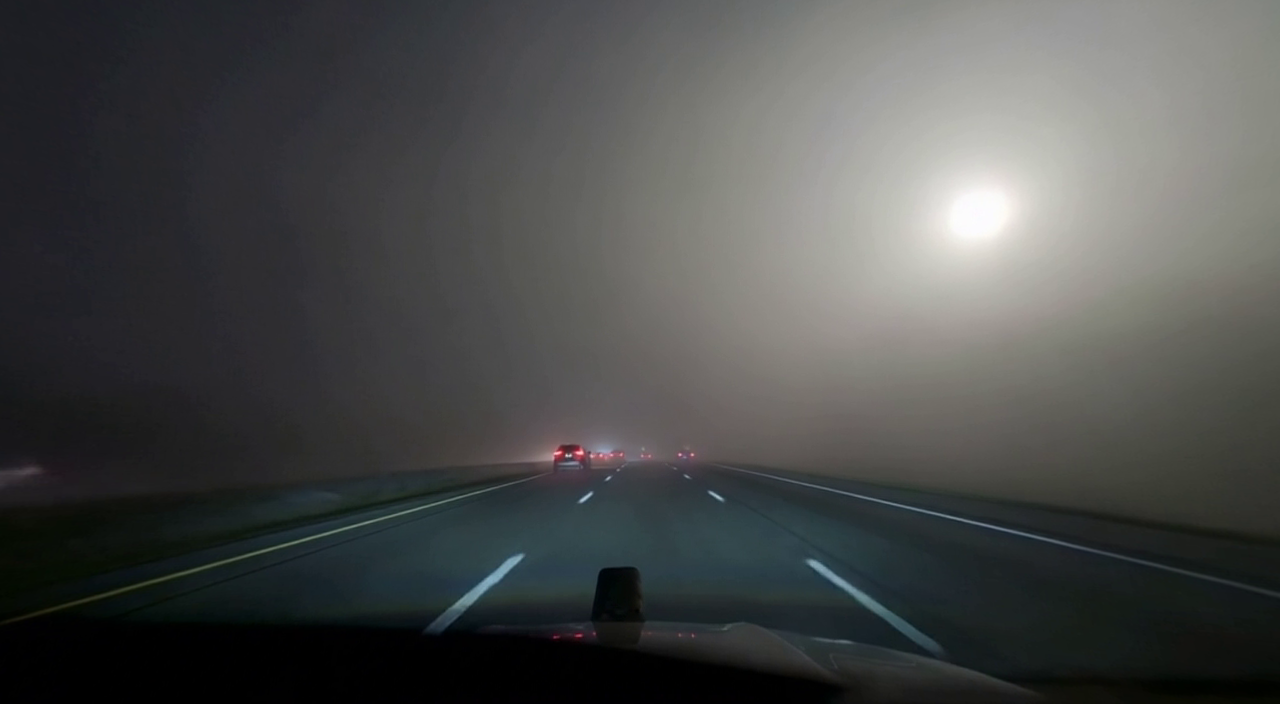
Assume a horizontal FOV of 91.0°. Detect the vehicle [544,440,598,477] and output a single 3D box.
[{"bbox_3d":[-3.287,5.210,31.003,2.070,1.707,4.309,0,-9,1],"label":"vehicle"}]
